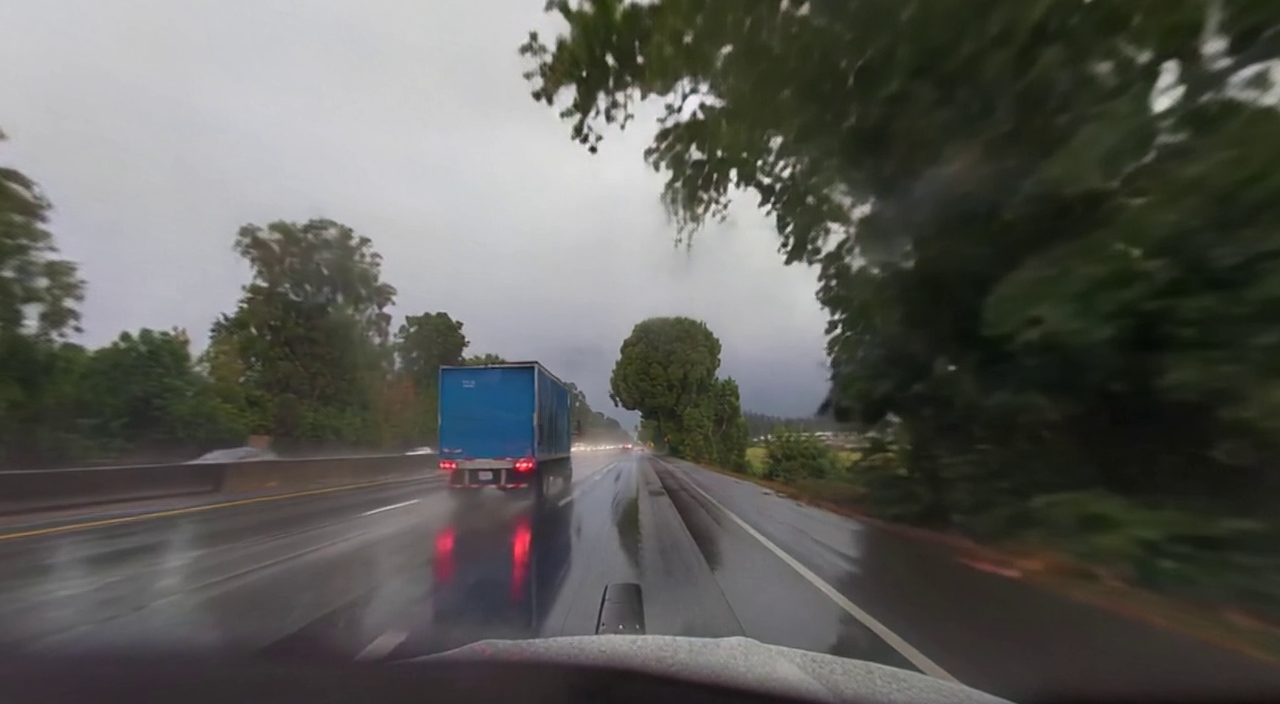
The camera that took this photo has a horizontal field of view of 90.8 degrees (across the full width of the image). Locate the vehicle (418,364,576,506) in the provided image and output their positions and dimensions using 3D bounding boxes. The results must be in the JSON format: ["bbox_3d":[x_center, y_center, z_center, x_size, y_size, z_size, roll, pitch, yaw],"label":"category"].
[{"bbox_3d":[-3.747,2.532,18.955,2.874,3.309,8.208,0,-8,-1],"label":"vehicle"}]
